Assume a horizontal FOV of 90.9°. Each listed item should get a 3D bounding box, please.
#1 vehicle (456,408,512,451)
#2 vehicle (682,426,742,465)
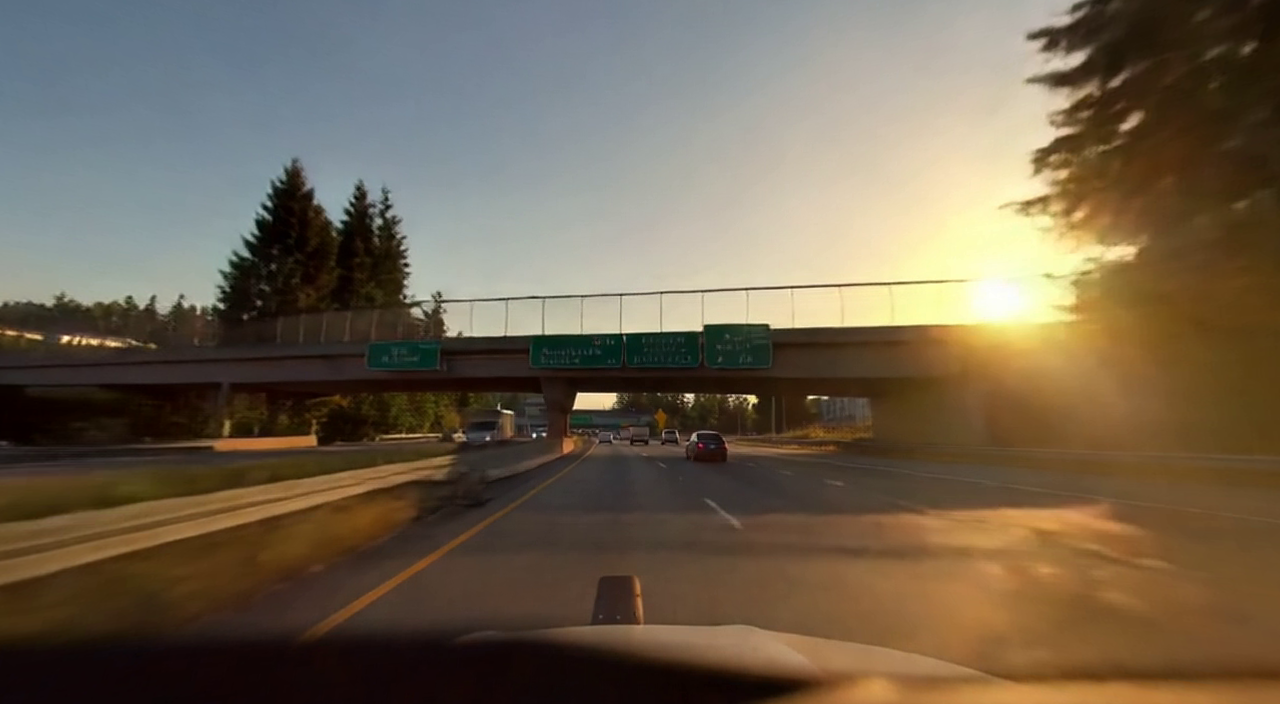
[{"bbox_3d":[-10.439,5.279,42.846,2.262,2.615,7.071,0,-7,-2],"label":"vehicle"},{"bbox_3d":[3.020,4.011,27.255,1.938,1.578,3.764,0,-7,-3],"label":"vehicle"}]
